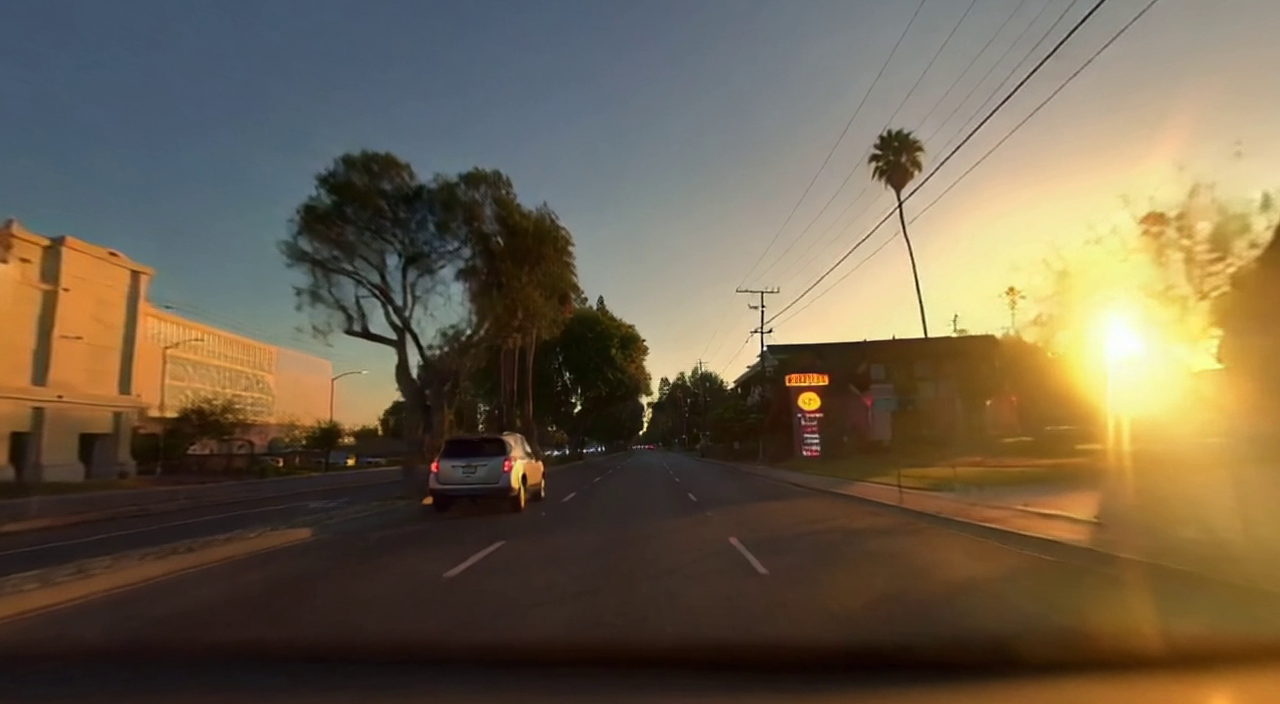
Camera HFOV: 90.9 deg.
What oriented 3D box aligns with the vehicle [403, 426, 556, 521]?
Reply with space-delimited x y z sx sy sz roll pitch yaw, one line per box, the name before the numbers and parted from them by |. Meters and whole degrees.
vehicle | -3.241 2.575 13.890 2.062 1.693 4.669 0 -9 1
